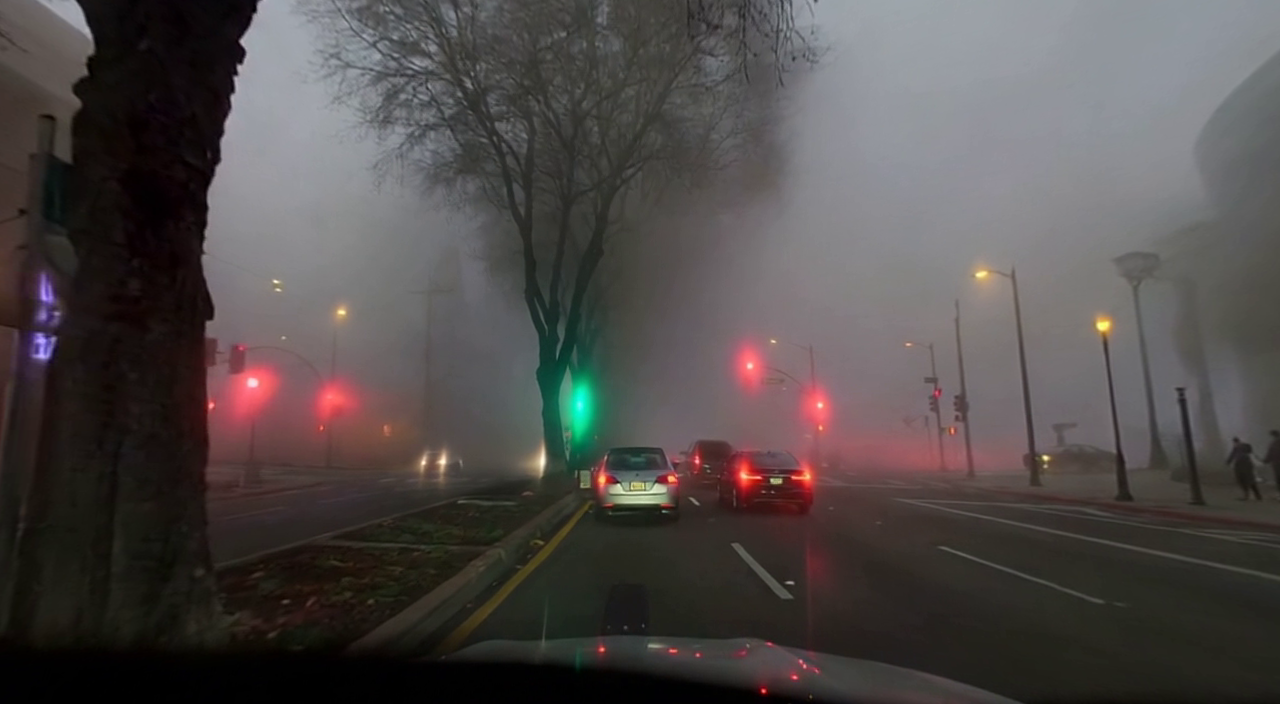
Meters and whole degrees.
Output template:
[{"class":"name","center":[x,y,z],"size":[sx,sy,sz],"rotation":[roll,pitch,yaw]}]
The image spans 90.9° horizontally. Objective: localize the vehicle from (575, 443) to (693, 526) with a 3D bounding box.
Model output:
[{"class":"vehicle","center":[-0.135,2.681,13.373],"size":[2.087,1.456,4.143],"rotation":[0,-8,-1]}]

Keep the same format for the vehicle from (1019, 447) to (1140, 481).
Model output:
[{"class":"vehicle","center":[22.360,5.699,32.192],"size":[4.610,1.622,1.934],"rotation":[-1,-8,4]}]

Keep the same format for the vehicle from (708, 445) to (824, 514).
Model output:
[{"class":"vehicle","center":[2.935,3.058,15.664],"size":[1.893,1.446,4.270],"rotation":[0,-8,-1]}]

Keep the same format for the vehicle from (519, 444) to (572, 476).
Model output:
[{"class":"vehicle","center":[-5.324,6.121,36.103],"size":[2.192,1.708,4.291],"rotation":[-1,-8,2]}]

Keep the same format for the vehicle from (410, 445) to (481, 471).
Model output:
[{"class":"vehicle","center":[-14.349,7.821,46.841],"size":[2.098,1.748,5.353],"rotation":[-4,-9,22]}]
